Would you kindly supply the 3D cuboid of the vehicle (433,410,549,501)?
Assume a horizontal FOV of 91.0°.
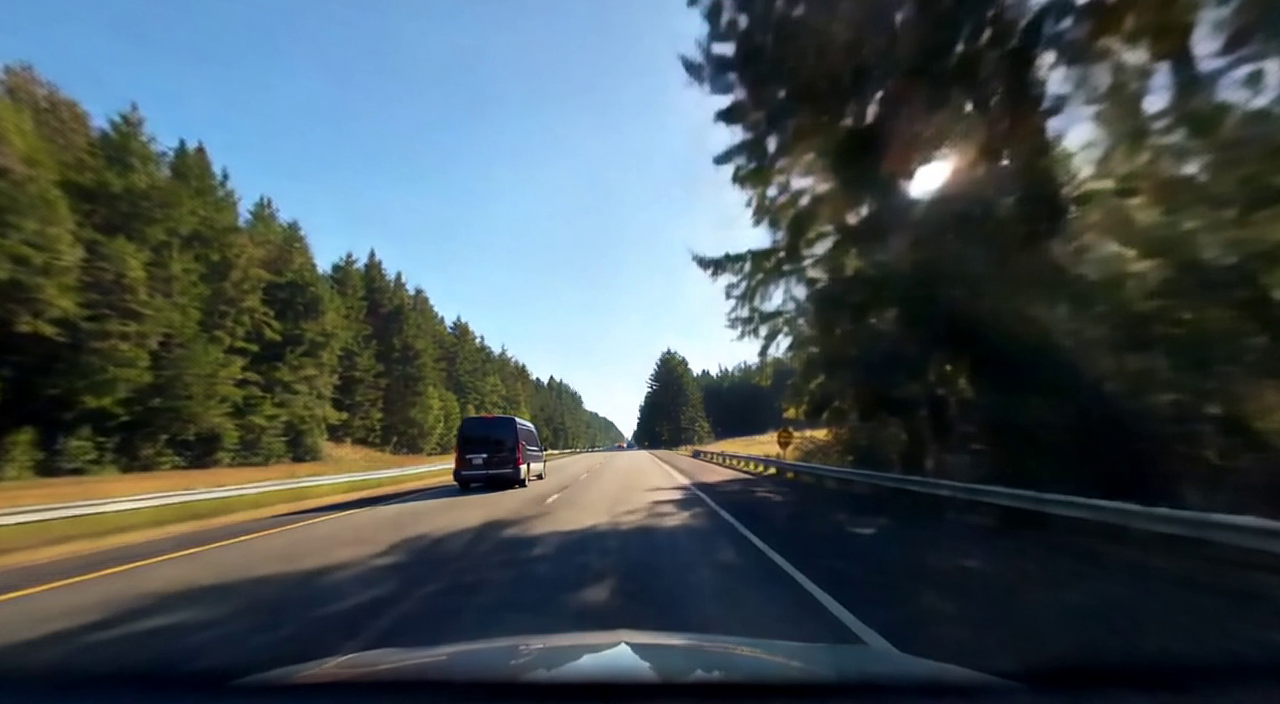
[{"bbox_3d":[-3.732,2.698,16.735,1.976,2.029,4.737,-1,-8,0],"label":"vehicle"}]
